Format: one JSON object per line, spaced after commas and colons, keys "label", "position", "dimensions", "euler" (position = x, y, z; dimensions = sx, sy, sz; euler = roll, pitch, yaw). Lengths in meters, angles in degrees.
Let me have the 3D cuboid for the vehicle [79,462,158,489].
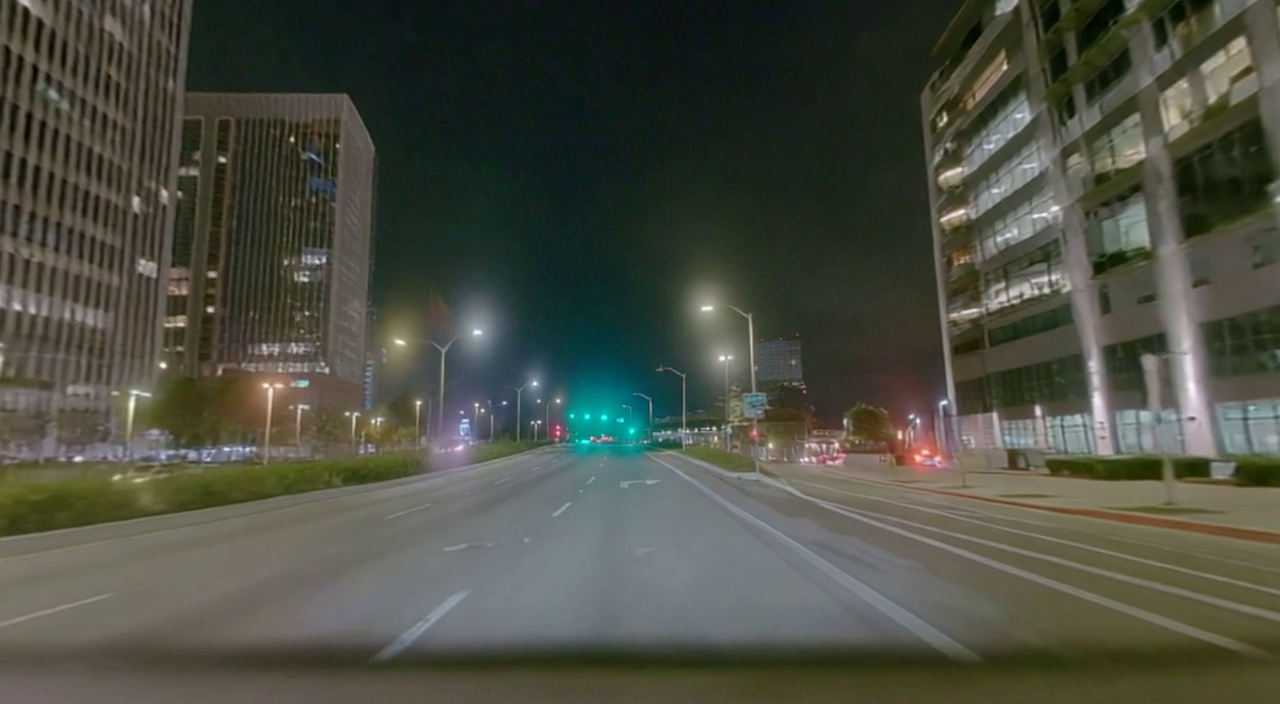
{"label": "vehicle", "position": [-32.855, 7.773, 39.926], "dimensions": [1.794, 1.427, 3.715], "euler": [2, -9, 0]}
